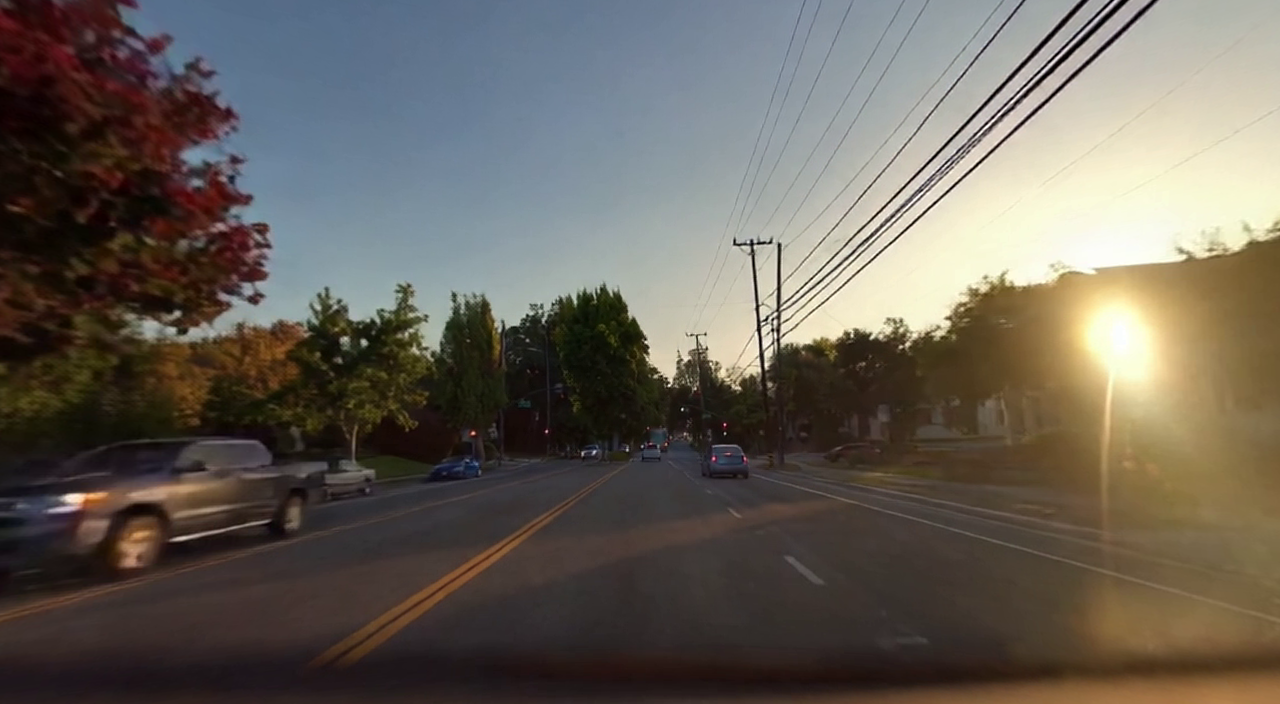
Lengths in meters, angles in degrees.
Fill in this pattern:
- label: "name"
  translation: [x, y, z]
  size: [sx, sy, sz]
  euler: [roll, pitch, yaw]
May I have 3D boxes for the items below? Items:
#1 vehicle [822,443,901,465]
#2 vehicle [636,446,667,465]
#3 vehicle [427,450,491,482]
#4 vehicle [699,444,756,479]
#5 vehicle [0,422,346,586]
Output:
- label: "vehicle"
  translation: [15.481, 7.142, 44.168]
  size: [4.838, 1.474, 1.873]
  euler: [1, -8, -5]
- label: "vehicle"
  translation: [0.887, 7.981, 48.766]
  size: [2.298, 1.359, 4.081]
  euler: [0, -8, 1]
- label: "vehicle"
  translation: [-9.678, 6.119, 34.115]
  size: [2.032, 1.452, 4.656]
  euler: [-2, -7, 1]
- label: "vehicle"
  translation: [3.978, 5.043, 29.380]
  size: [1.951, 1.479, 4.487]
  euler: [0, -8, 0]
- label: "vehicle"
  translation: [-7.065, 2.080, 9.730]
  size: [2.303, 1.789, 5.423]
  euler: [0, -8, 2]
